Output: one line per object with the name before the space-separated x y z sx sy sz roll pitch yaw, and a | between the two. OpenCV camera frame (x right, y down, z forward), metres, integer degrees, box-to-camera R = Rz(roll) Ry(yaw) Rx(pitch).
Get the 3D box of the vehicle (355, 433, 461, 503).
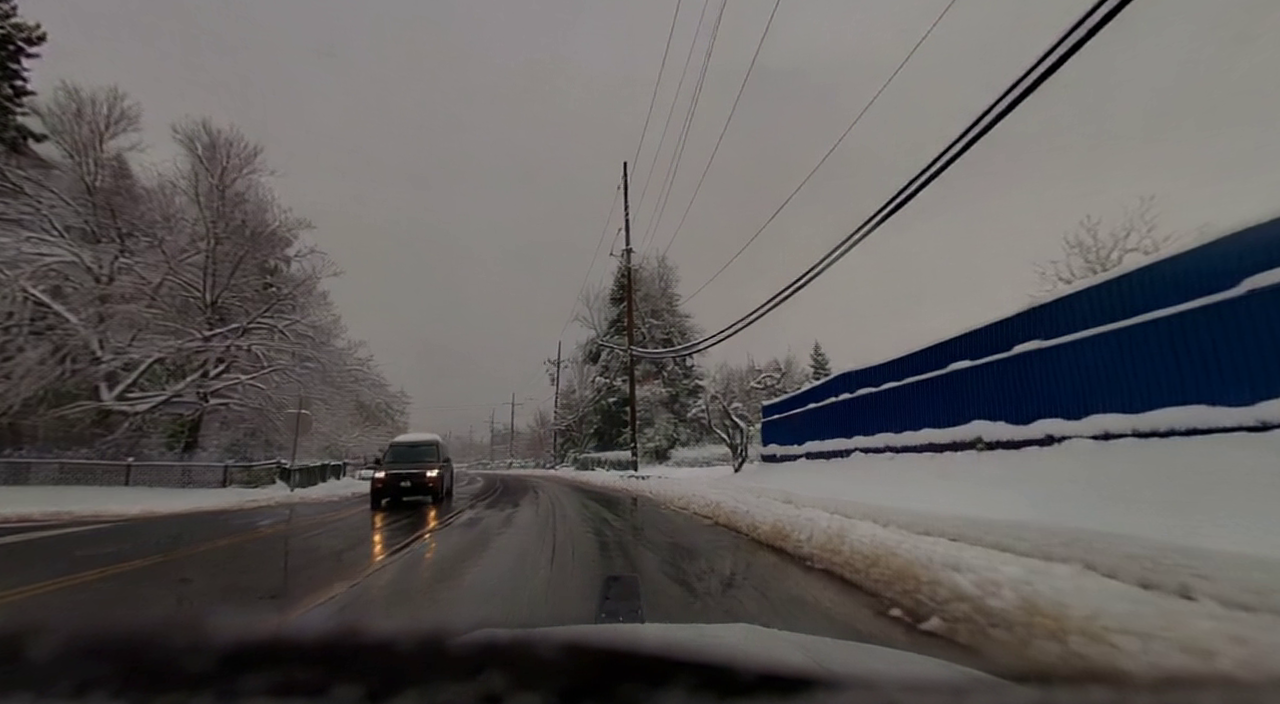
vehicle | -6.986 3.508 19.539 2.185 1.901 4.177 1 -9 -8
